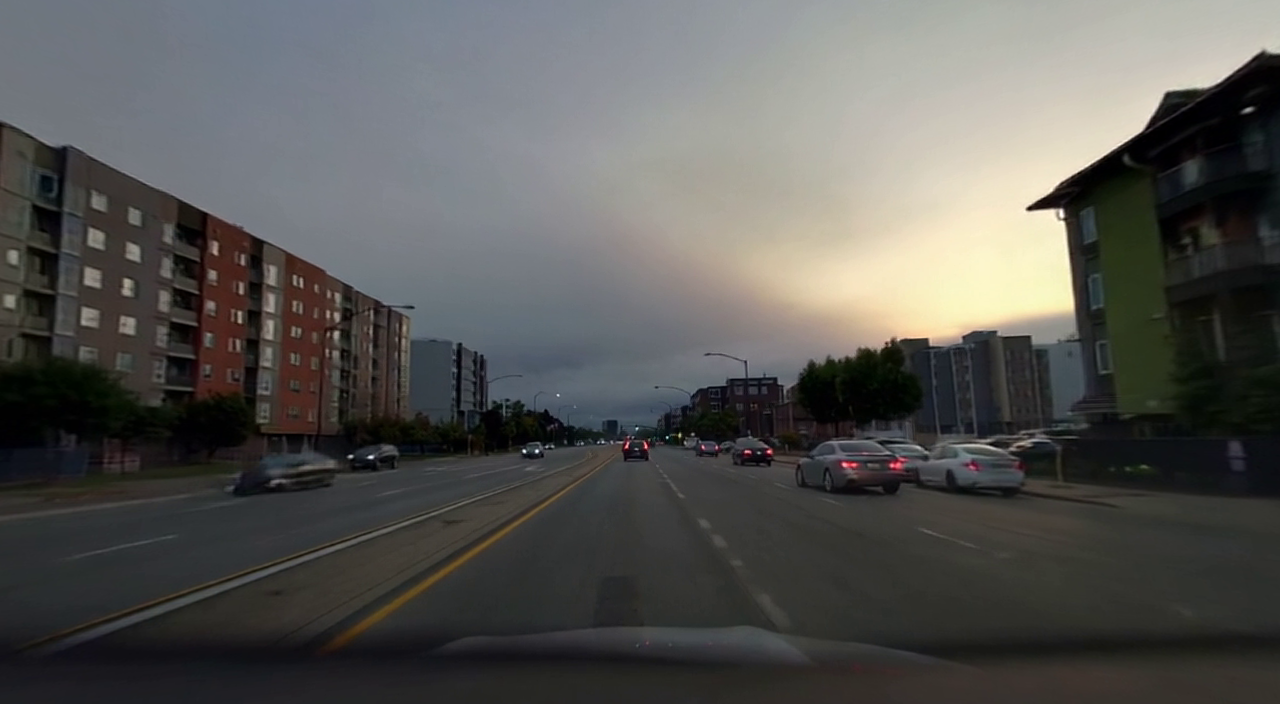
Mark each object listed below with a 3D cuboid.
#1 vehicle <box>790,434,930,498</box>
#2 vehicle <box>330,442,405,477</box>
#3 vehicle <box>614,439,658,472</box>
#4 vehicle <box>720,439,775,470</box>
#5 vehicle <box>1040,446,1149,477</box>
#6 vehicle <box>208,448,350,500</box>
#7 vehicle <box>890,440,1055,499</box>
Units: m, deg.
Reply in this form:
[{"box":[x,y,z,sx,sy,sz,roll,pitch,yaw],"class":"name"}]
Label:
[{"box":[6.002,3.184,17.979,2.121,1.557,4.898,0,-8,-1],"class":"vehicle"},{"box":[-15.261,6.032,35.631,2.096,1.796,4.825,0,-8,0],"class":"vehicle"},{"box":[-0.209,5.176,31.745,2.106,1.553,3.964,0,-8,-1],"class":"vehicle"},{"box":[5.748,5.559,34.165,2.154,1.554,4.149,0,-8,-2],"class":"vehicle"},{"box":[22.685,5.472,31.553,1.955,1.427,3.836,4,-10,-27],"class":"vehicle"},{"box":[-11.487,3.860,20.482,1.897,1.466,4.566,0,-8,0],"class":"vehicle"},{"box":[9.804,3.476,19.157,2.181,1.546,4.845,0,-9,-3],"class":"vehicle"}]
